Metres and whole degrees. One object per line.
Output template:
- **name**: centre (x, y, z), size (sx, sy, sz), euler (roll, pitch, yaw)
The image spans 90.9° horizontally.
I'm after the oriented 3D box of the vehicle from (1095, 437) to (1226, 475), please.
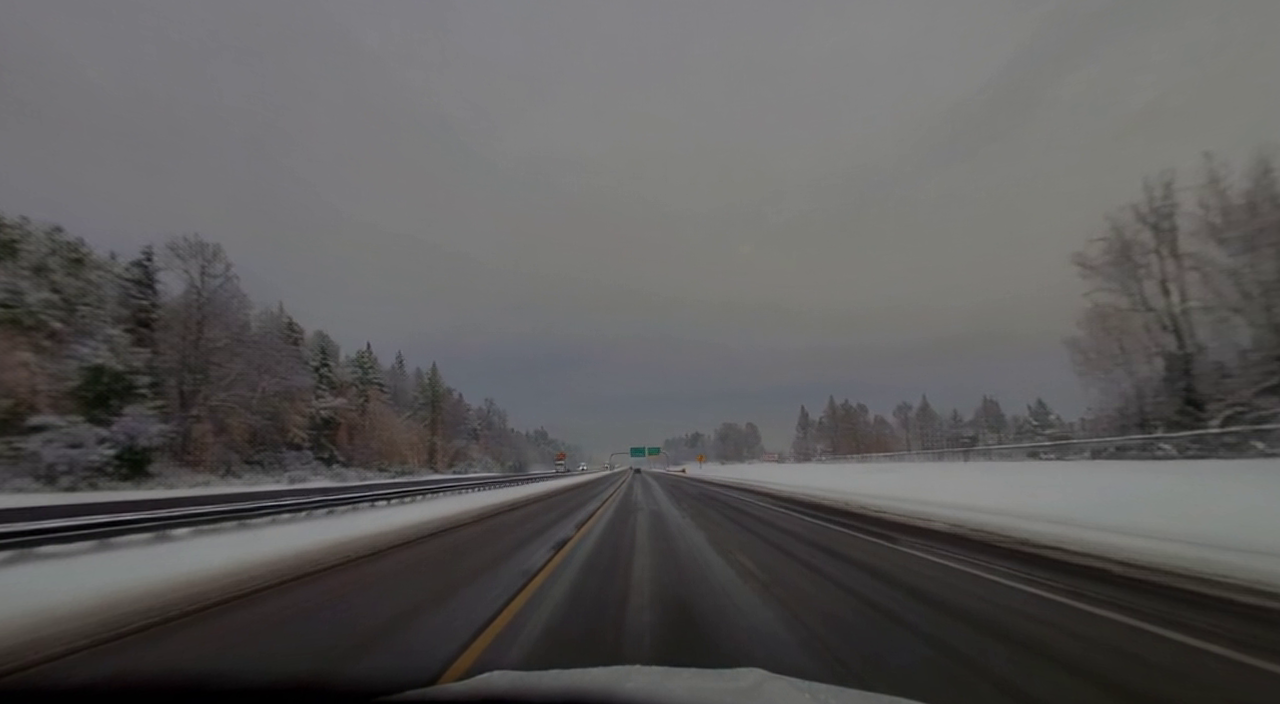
- **vehicle**: centre (25.778, 5.191, 31.326), size (4.723, 1.688, 2.004), euler (-9, -15, 43)
